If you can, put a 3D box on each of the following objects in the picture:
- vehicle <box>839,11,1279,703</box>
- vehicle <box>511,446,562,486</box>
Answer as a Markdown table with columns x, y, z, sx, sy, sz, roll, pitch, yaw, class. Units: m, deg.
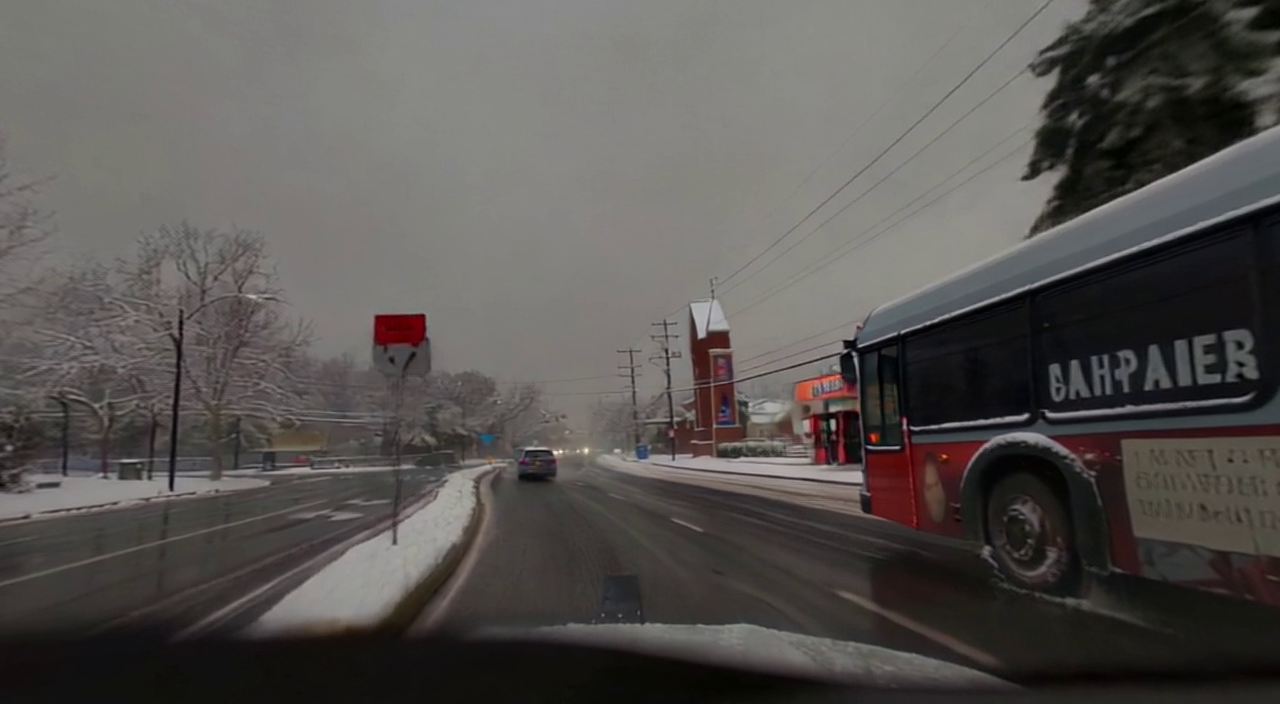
| x | y | z | sx | sy | sz | roll | pitch | yaw | class |
| --- | --- | --- | --- | --- | --- | --- | --- | --- | --- |
| 4.712 | -0.116 | 2.276 | 3.028 | 3.353 | 12.630 | 0 | -9 | -4 | vehicle |
| -4.726 | 5.060 | 28.370 | 2.032 | 1.621 | 4.082 | 2 | -9 | -12 | vehicle |
